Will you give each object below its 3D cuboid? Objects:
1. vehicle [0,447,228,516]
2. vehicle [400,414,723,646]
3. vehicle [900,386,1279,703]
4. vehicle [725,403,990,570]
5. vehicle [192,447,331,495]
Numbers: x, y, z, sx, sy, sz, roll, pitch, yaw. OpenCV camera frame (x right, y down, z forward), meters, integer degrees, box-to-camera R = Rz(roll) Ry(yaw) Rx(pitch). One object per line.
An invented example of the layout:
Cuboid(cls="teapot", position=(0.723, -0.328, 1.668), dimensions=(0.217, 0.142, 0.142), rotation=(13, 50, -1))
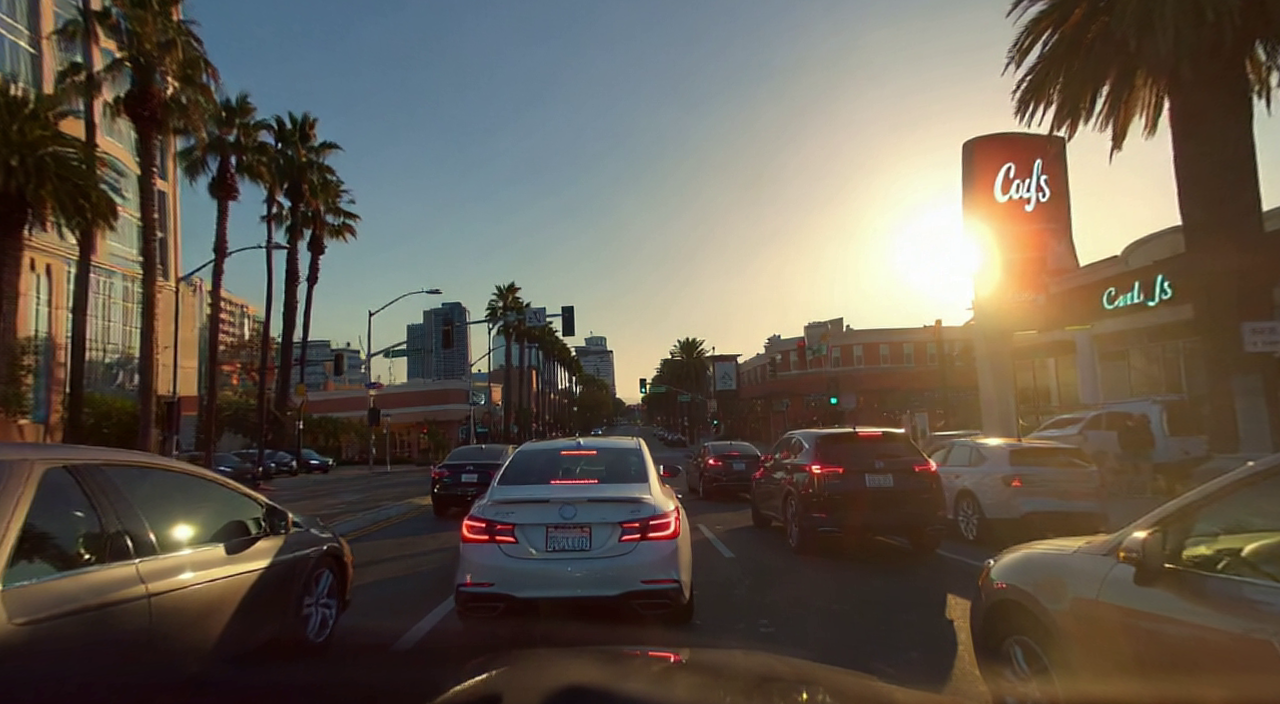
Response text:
Cuboid(cls="vehicle", position=(-12.849, 3.137, 15.920), dimensions=(1.870, 1.475, 4.531), rotation=(0, -9, 0))
Cuboid(cls="vehicle", position=(-0.517, 1.467, 6.222), dimensions=(2.096, 1.492, 4.071), rotation=(0, -9, 0))
Cuboid(cls="vehicle", position=(2.626, 0.812, 1.479), dimensions=(2.085, 1.469, 4.458), rotation=(0, -9, -1))
Cuboid(cls="vehicle", position=(2.637, 1.772, 9.067), dimensions=(2.096, 1.775, 4.440), rotation=(0, -9, -2))
Cuboid(cls="vehicle", position=(-12.853, 4.025, 21.878), dimensions=(1.856, 1.455, 4.700), rotation=(0, -9, 0))
